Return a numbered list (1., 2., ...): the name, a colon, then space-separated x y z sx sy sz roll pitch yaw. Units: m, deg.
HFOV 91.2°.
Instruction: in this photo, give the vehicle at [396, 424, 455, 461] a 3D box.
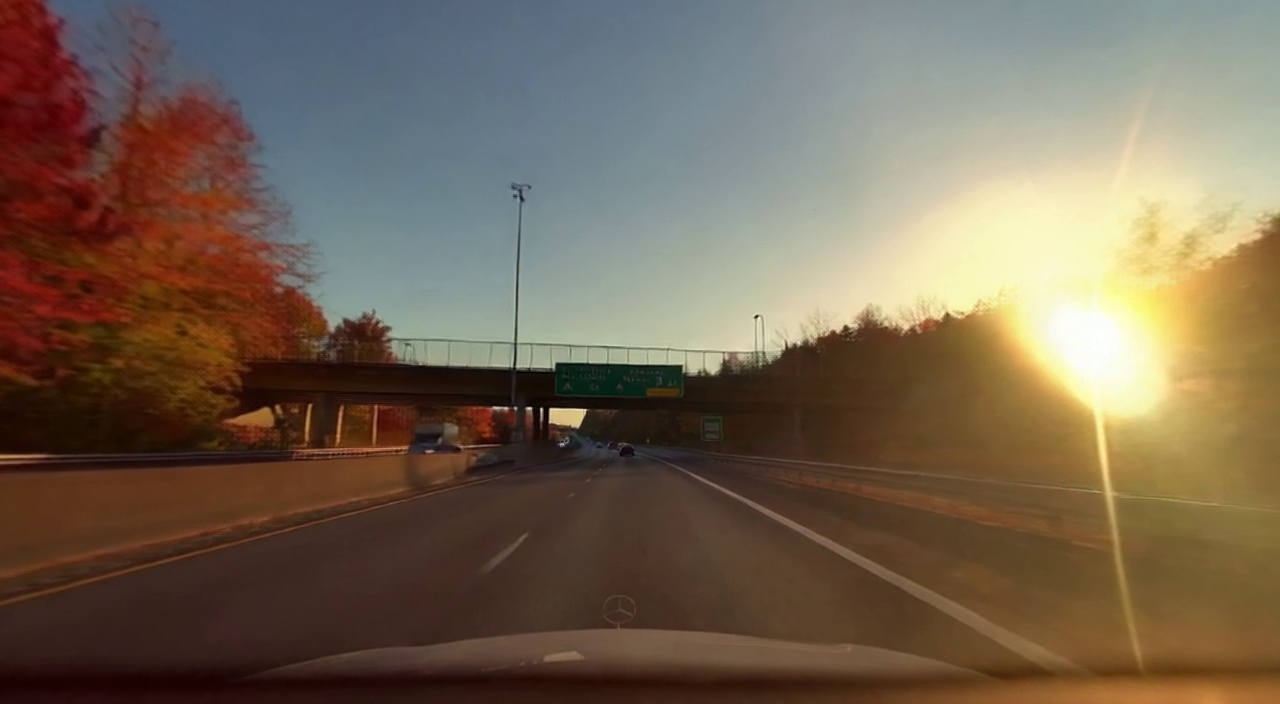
1. vehicle: -15.714 6.712 46.275 2.424 2.516 5.610 0 -9 -1
